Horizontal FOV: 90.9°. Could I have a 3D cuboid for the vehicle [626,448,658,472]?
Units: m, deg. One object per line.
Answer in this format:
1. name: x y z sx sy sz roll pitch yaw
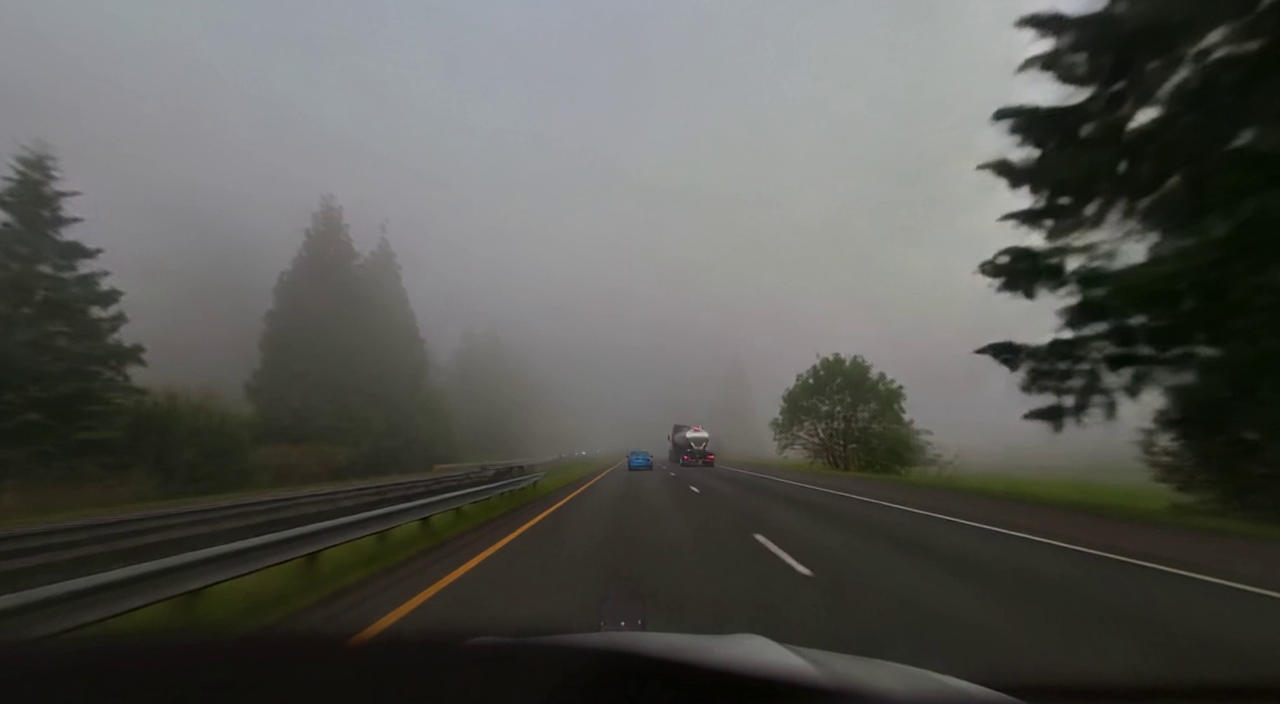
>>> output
1. vehicle: 0.122 6.707 39.198 1.926 1.386 3.615 0 -9 0
